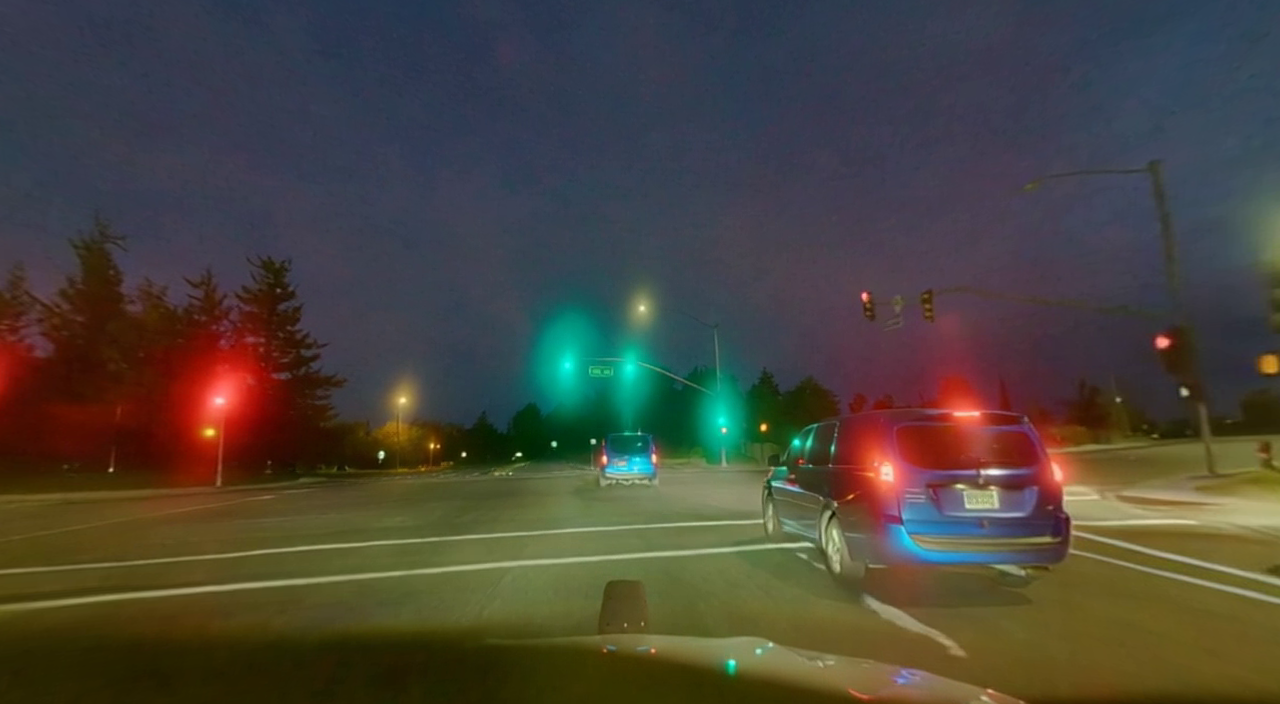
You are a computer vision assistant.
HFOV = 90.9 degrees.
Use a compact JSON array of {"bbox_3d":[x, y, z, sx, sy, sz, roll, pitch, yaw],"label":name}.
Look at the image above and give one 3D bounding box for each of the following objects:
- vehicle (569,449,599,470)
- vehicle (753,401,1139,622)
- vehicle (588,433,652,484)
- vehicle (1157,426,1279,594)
[{"bbox_3d":[-4.282,8.145,48.047,1.887,1.458,4.275,1,-9,-10],"label":"vehicle"},{"bbox_3d":[2.782,1.562,7.222,2.024,1.686,4.588,0,-8,-1],"label":"vehicle"},{"bbox_3d":[-0.901,4.192,25.174,2.185,1.822,4.583,1,-8,-7],"label":"vehicle"},{"bbox_3d":[6.707,1.232,4.427,2.124,1.474,4.880,0,-8,2],"label":"vehicle"}]
